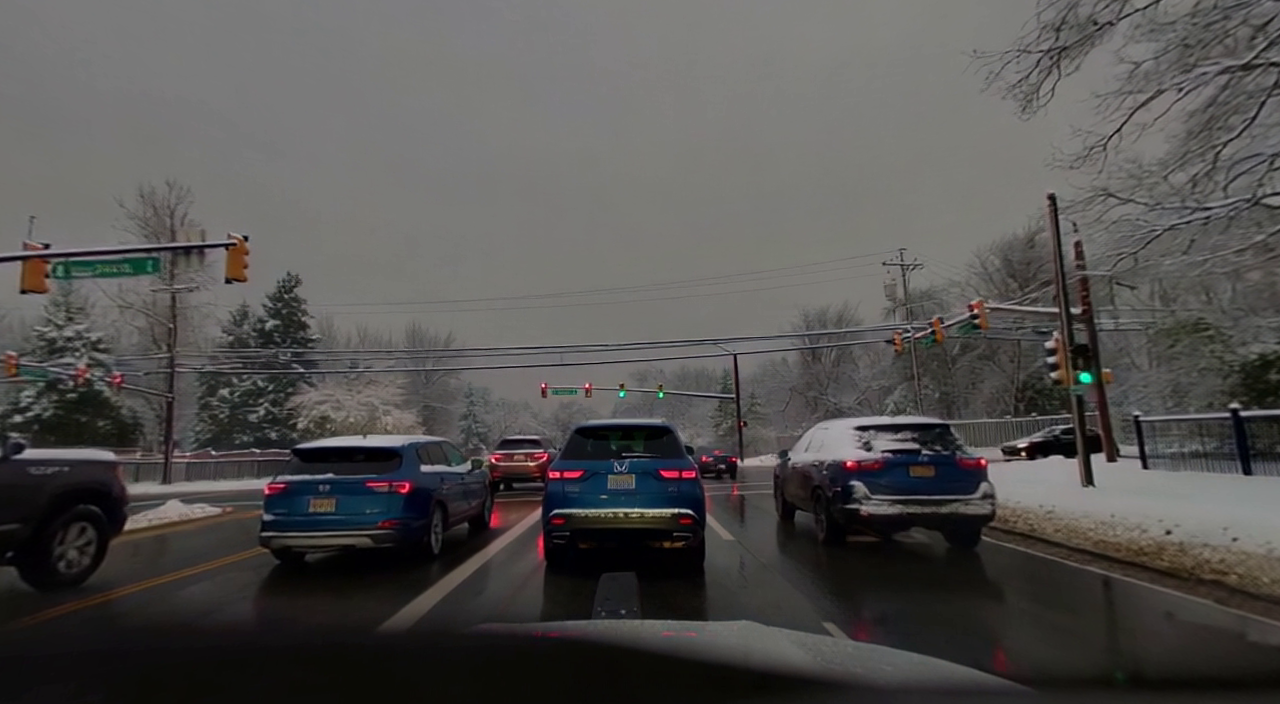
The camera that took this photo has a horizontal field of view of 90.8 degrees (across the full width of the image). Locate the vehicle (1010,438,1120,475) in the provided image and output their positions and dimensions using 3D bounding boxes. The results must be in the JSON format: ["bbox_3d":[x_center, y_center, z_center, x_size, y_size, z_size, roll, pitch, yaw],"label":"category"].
[{"bbox_3d":[18.352,4.486,27.255,4.218,1.458,1.905,4,-9,-25],"label":"vehicle"}]

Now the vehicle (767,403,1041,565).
[{"bbox_3d":[3.425,1.816,9.415,1.999,1.789,4.583,0,-9,-1],"label":"vehicle"}]

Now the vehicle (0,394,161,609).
[{"bbox_3d":[-6.497,1.177,4.754,2.116,1.812,4.609,0,-9,0],"label":"vehicle"}]

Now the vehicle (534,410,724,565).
[{"bbox_3d":[-0.108,1.822,9.156,2.111,1.712,4.078,0,-9,1],"label":"vehicle"}]

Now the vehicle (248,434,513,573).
[{"bbox_3d":[-3.221,1.959,9.033,1.881,1.466,4.484,0,-9,0],"label":"vehicle"}]
